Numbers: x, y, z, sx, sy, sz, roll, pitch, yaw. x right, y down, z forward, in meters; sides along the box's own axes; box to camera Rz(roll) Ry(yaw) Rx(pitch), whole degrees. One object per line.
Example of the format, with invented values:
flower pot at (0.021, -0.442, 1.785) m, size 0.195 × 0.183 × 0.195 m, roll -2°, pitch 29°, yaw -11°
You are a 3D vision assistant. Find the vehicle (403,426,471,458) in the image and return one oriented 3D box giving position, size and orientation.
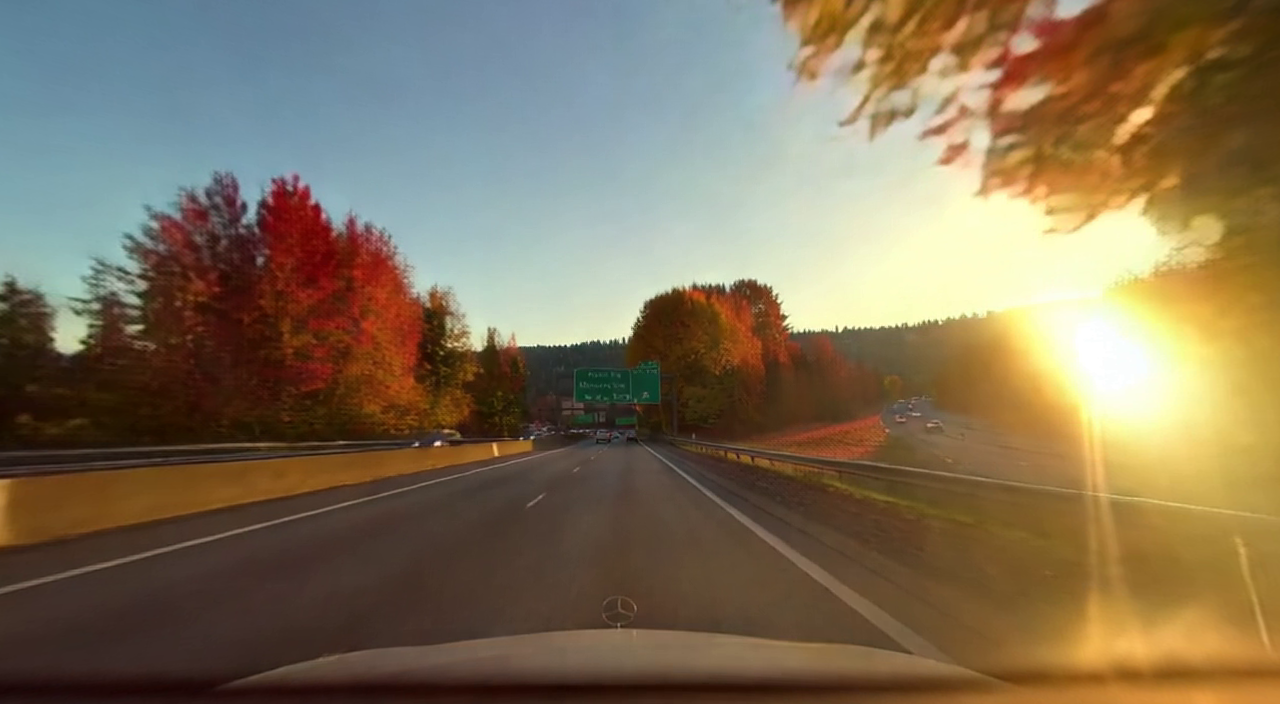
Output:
vehicle at (-12.106, 5.416, 37.974) m, size 2.233 × 1.788 × 5.640 m, roll 0°, pitch -8°, yaw -1°
